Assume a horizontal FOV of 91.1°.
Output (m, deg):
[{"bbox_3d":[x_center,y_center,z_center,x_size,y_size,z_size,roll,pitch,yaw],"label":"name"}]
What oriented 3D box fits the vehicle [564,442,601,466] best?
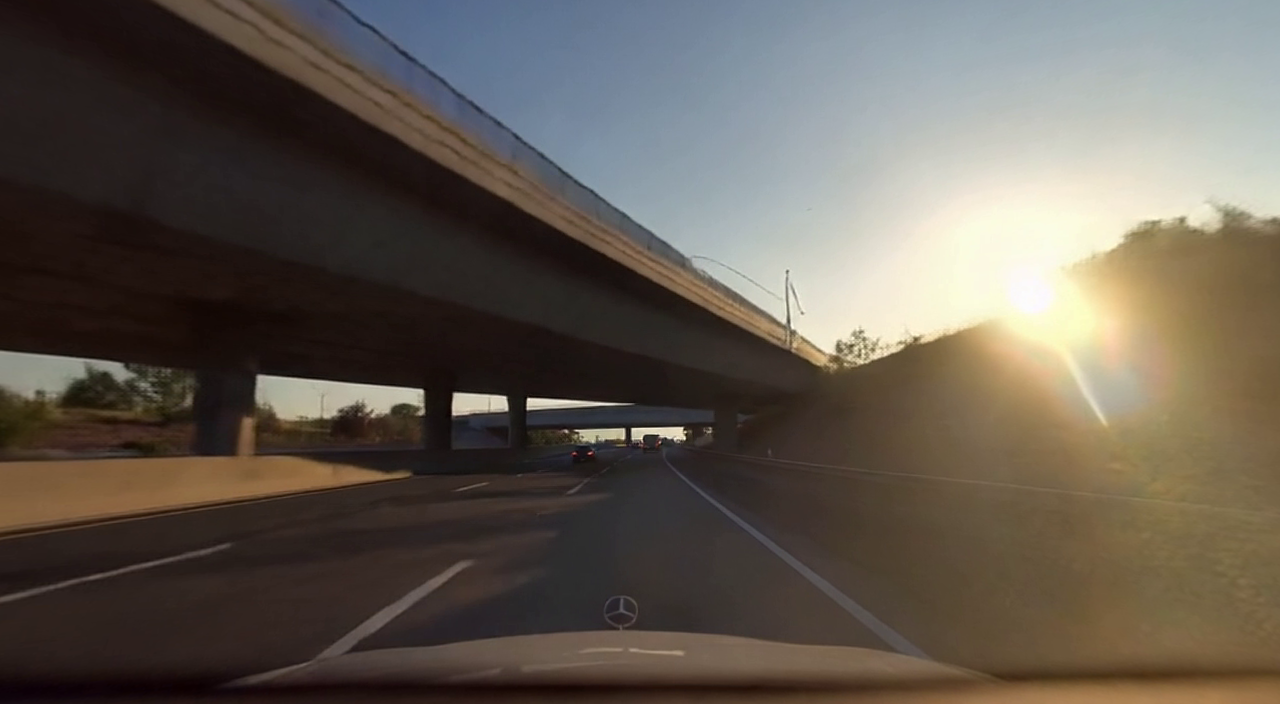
[{"bbox_3d":[-3.928,7.077,43.691,1.961,1.540,4.487,-1,-9,2],"label":"vehicle"}]
